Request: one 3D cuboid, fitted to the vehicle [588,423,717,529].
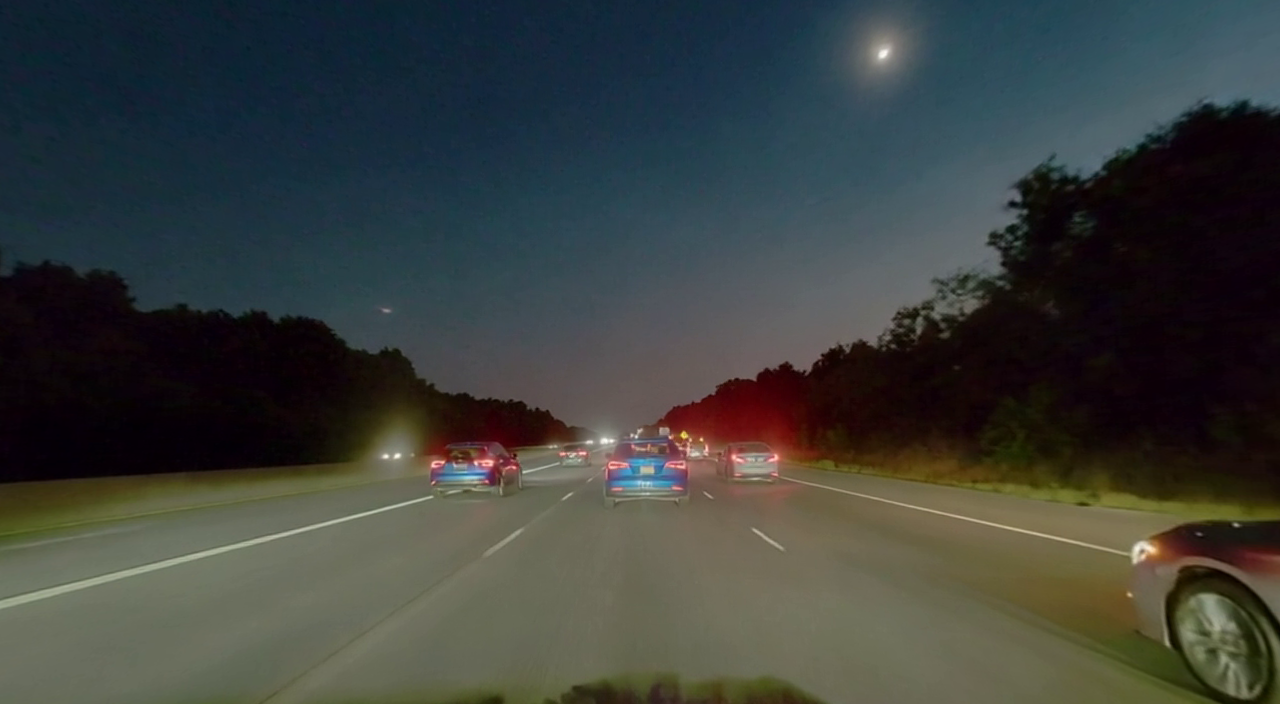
[{"bbox_3d":[0.193,2.315,12.185,2.093,1.695,3.782,0,-9,0],"label":"vehicle"}]

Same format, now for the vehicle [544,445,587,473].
[{"bbox_3d":[-4.112,5.997,35.476,1.910,1.468,3.781,0,-9,1],"label":"vehicle"}]

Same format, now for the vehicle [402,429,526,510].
[{"bbox_3d":[-4.131,2.832,15.498,1.890,1.708,3.844,0,-9,0],"label":"vehicle"}]

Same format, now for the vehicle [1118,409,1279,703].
[{"bbox_3d":[3.689,0.744,1.242,1.953,1.434,4.511,0,-9,0],"label":"vehicle"}]

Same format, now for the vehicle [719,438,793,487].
[{"bbox_3d":[4.064,3.939,22.698,1.905,1.590,3.746,0,-9,-1],"label":"vehicle"}]
